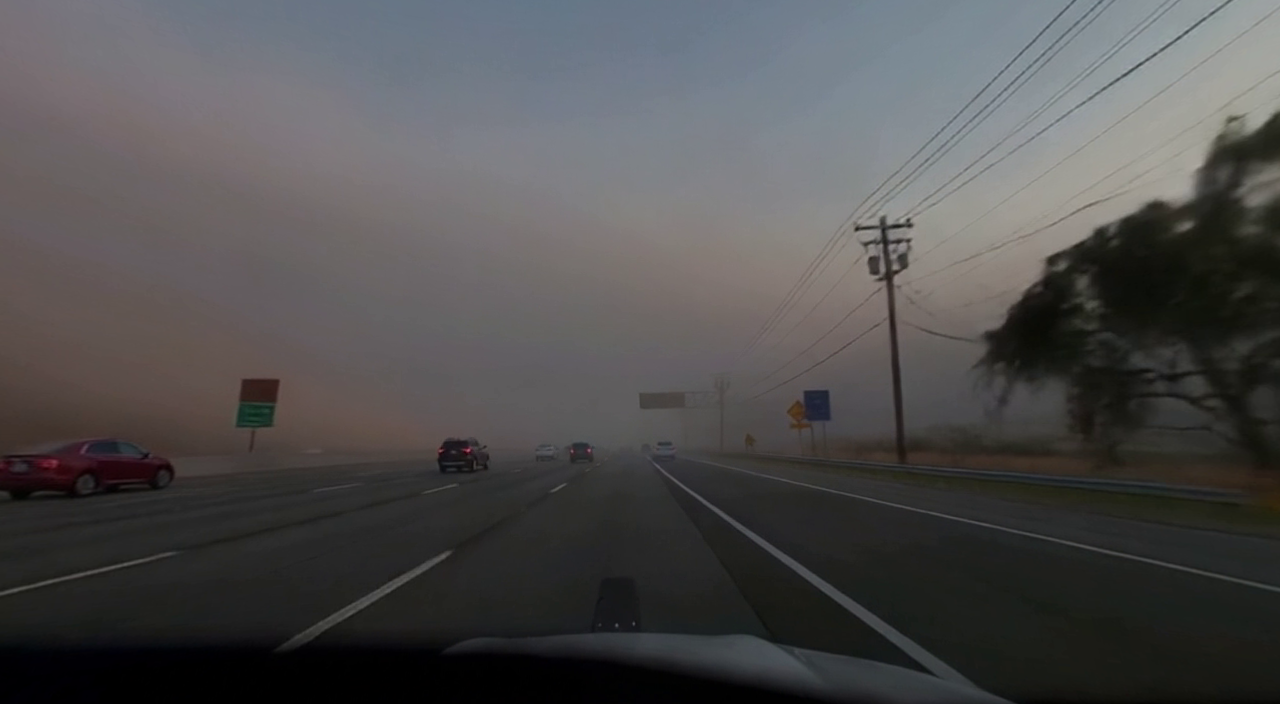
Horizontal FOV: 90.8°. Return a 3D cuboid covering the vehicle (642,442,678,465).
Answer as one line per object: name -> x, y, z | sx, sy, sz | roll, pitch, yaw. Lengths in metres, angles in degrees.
vehicle -> 1.270, 6.733, 42.004 | 2.015, 1.391, 3.897 | 1, -9, -4

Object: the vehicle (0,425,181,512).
vehicle -> -13.915, 2.681, 14.970 | 2.257, 1.727, 5.036 | 0, -9, 0

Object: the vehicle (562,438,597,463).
vehicle -> -4.223, 7.036, 45.020 | 2.121, 1.673, 4.443 | 0, -9, -1

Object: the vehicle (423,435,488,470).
vehicle -> -10.246, 5.623, 35.533 | 2.115, 1.799, 5.444 | 0, -9, -1
